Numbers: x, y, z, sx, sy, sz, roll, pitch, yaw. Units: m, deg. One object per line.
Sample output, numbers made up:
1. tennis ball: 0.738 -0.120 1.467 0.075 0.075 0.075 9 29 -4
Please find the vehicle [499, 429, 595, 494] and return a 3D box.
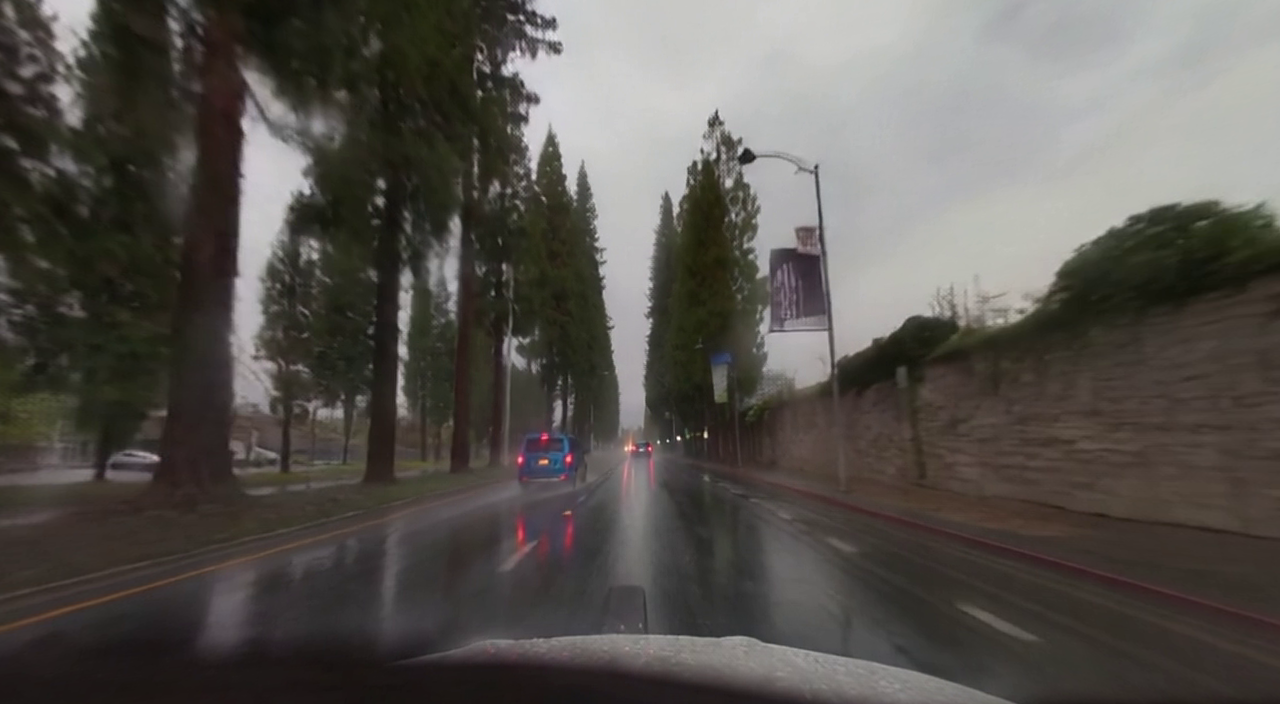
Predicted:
1. vehicle: -2.853 3.532 20.541 2.281 1.837 4.845 0 -9 1
